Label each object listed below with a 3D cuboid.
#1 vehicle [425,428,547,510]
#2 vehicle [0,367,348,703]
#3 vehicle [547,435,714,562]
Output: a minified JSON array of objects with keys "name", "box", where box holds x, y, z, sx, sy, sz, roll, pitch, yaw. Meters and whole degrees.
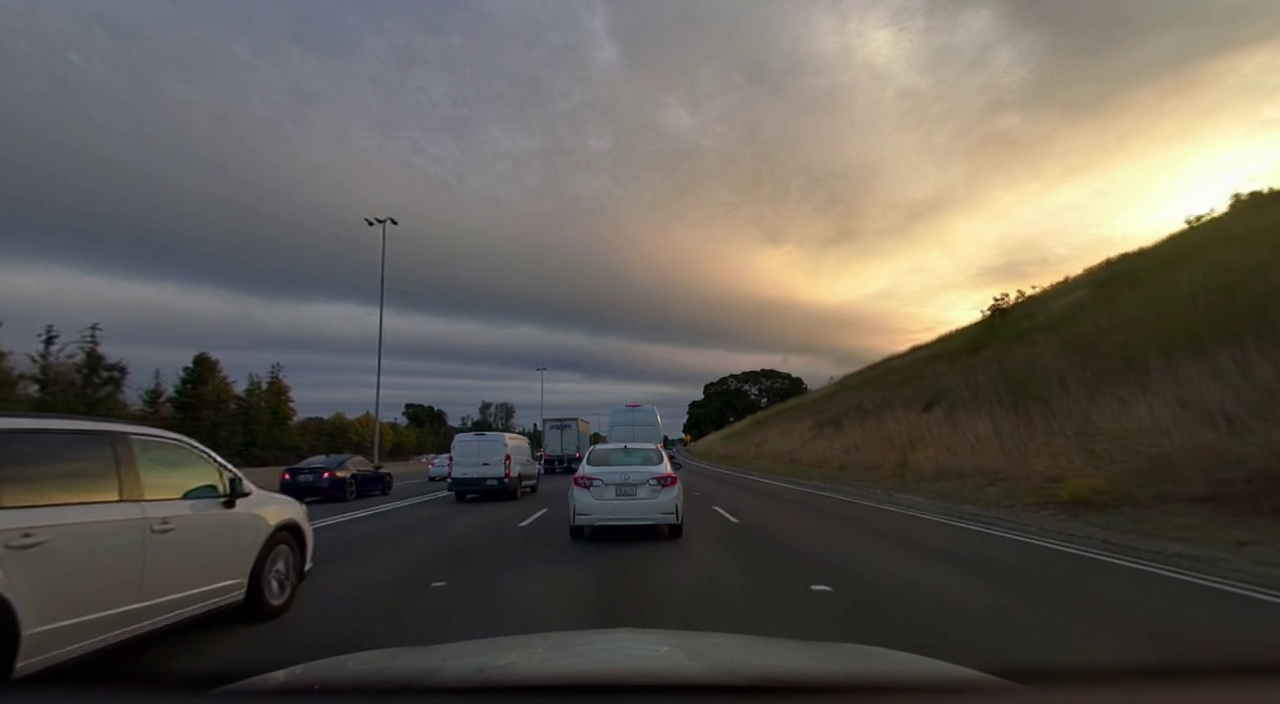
[{"name":"vehicle","box":[-3.982,3.122,17.246,2.055,1.913,4.584,-1,-9,2]},{"name":"vehicle","box":[-3.634,1.027,3.354,2.029,1.656,4.437,0,-9,0]},{"name":"vehicle","box":[-0.137,2.026,9.334,1.995,1.495,3.380,0,-9,-1]}]
